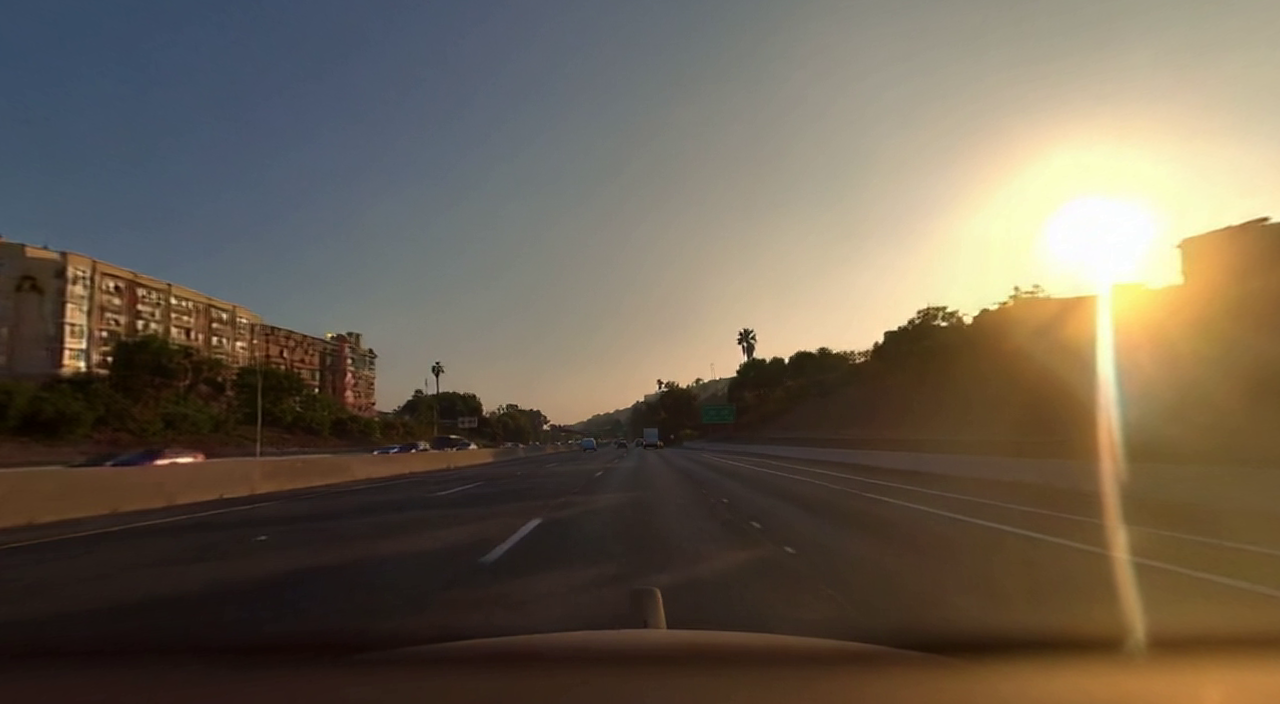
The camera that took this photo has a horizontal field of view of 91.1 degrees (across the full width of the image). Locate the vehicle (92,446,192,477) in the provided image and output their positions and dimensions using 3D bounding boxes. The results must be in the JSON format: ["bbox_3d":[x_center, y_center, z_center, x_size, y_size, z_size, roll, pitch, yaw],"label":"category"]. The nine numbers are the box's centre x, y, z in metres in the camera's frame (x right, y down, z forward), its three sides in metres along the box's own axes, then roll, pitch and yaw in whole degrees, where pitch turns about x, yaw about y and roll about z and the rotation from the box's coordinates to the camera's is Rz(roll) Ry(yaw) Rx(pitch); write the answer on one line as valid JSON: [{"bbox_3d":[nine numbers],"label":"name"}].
[{"bbox_3d":[-30.316,6.641,38.435,2.022,1.716,4.899,0,-8,0],"label":"vehicle"}]

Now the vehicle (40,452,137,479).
[{"bbox_3d":[-34.400,7.055,39.358,1.877,1.546,4.656,0,-8,0],"label":"vehicle"}]
